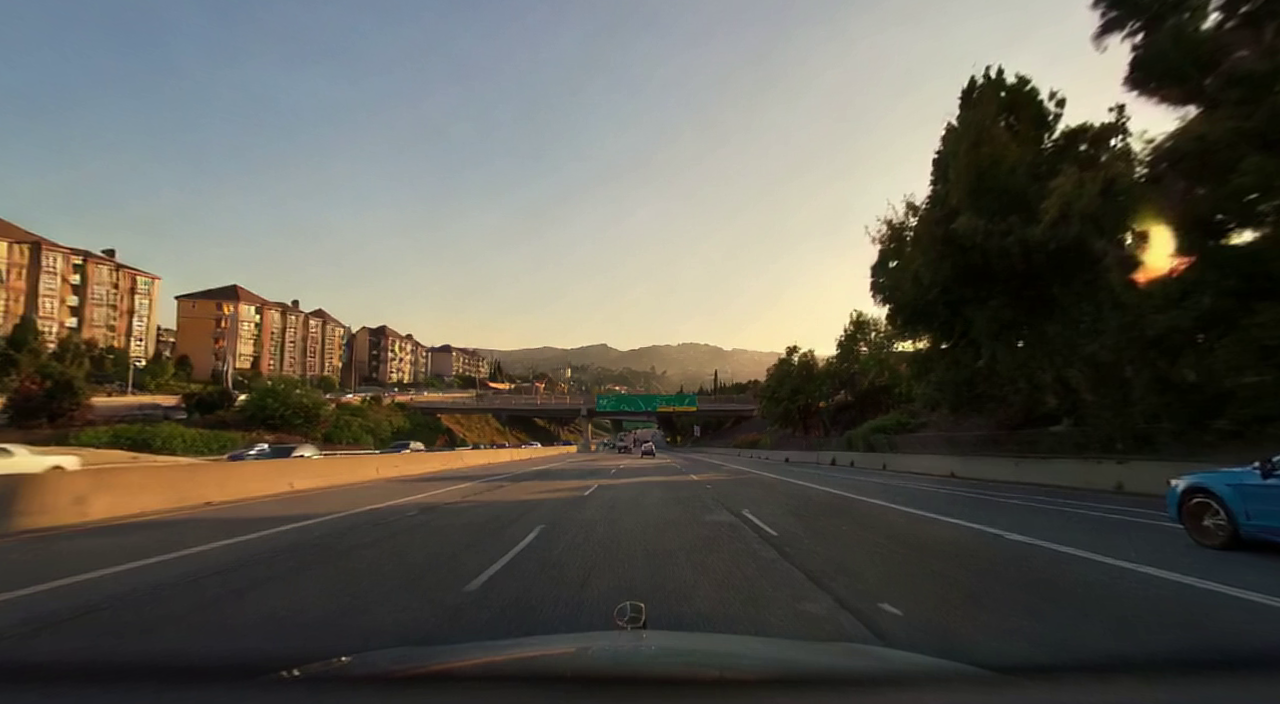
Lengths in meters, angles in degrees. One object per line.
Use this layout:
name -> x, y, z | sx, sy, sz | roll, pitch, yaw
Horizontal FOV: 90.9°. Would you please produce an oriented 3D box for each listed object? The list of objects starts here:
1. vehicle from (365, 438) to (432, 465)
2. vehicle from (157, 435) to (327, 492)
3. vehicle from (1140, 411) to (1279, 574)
vehicle -> -14.656, 6.069, 38.549 | 1.990, 1.513, 5.047 | 0, -8, 1
vehicle -> -11.508, 3.237, 18.724 | 1.907, 1.475, 4.661 | 0, -8, 1
vehicle -> 7.570, 1.345, 5.817 | 2.031, 1.651, 4.791 | 0, -8, 1
